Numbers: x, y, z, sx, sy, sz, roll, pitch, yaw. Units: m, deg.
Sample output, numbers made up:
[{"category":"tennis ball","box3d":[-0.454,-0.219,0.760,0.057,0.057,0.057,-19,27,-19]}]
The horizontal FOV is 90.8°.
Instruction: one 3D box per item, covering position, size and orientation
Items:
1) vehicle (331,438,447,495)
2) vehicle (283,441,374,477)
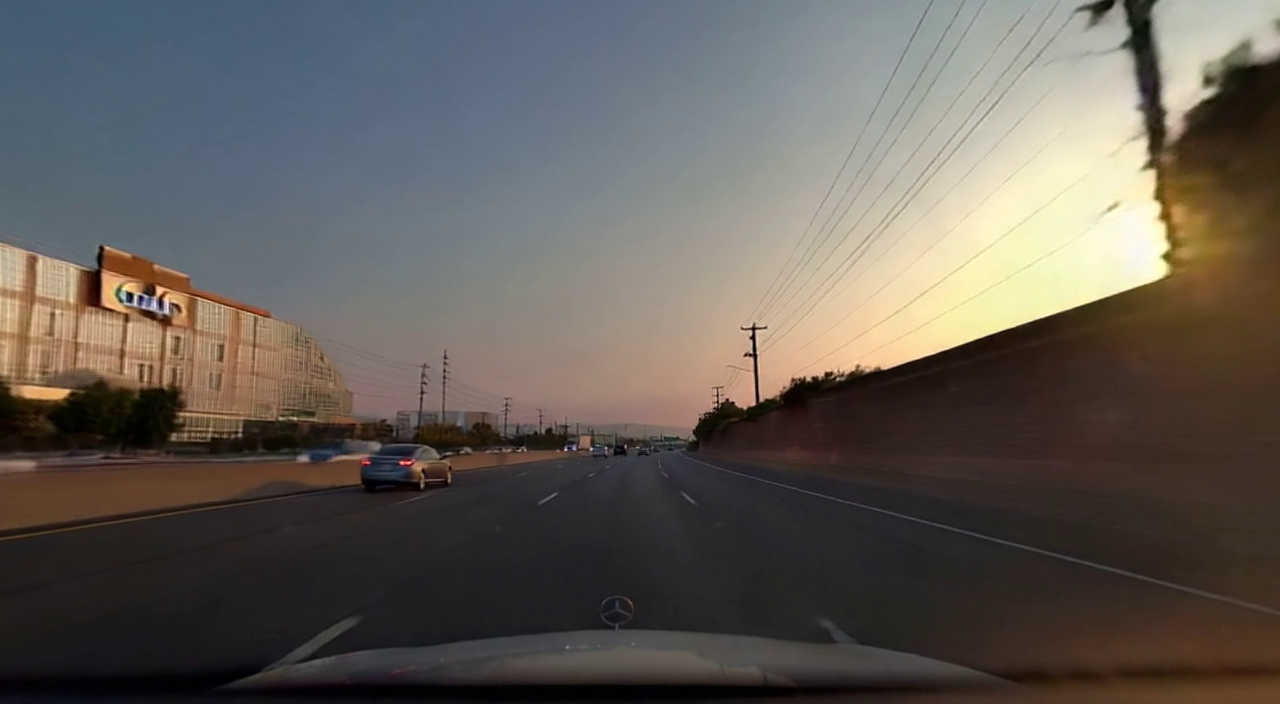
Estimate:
[{"category":"vehicle","box3d":[-7.711,3.536,19.897,2.013,1.574,3.923,0,-8,0]},{"category":"vehicle","box3d":[-14.374,4.942,29.484,1.944,1.560,4.445,0,-8,1]}]
